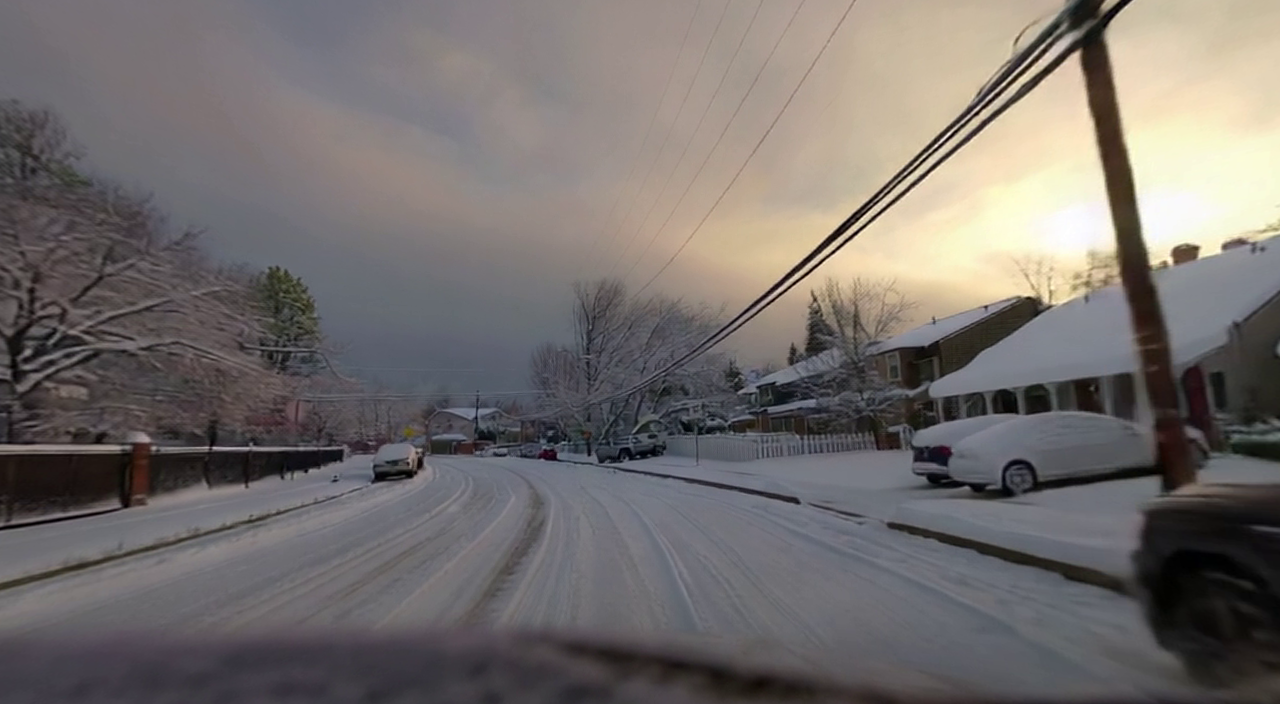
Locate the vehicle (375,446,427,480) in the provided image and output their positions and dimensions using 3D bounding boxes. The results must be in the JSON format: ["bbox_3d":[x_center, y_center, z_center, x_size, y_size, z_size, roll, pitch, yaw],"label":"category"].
[{"bbox_3d":[-11.455,5.312,30.552,1.902,1.434,4.313,1,-8,-15],"label":"vehicle"}]

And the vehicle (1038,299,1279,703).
[{"bbox_3d":[3.797,0.642,1.698,2.214,1.962,4.733,0,-8,-2],"label":"vehicle"}]

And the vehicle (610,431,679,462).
[{"bbox_3d":[0.331,7.215,48.399,5.011,1.782,2.115,-5,-6,0],"label":"vehicle"}]
